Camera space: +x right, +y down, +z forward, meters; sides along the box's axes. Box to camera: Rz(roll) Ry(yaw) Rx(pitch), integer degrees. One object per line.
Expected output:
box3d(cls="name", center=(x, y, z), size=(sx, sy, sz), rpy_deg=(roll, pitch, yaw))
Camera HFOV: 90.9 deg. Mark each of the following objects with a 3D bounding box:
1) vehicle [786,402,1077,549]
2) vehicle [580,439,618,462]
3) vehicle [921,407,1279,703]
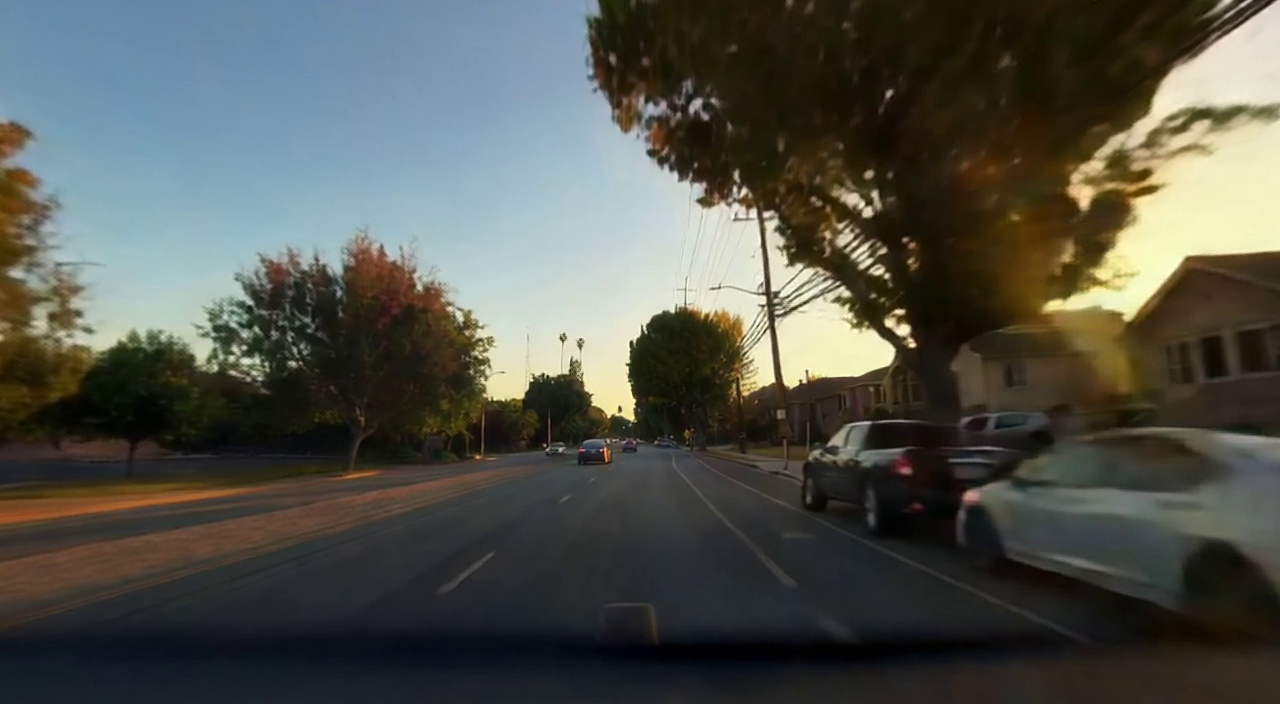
box3d(cls="vehicle", center=(4.430, 1.985, 10.922), size=(2.336, 1.885, 5.298), rpy_deg=(0, -8, -2))
box3d(cls="vehicle", center=(-2.727, 6.695, 43.075), size=(2.084, 1.466, 4.522), rpy_deg=(-1, -8, 3))
box3d(cls="vehicle", center=(4.299, 1.292, 4.787), size=(2.241, 1.536, 4.682), rpy_deg=(0, -8, 1))
